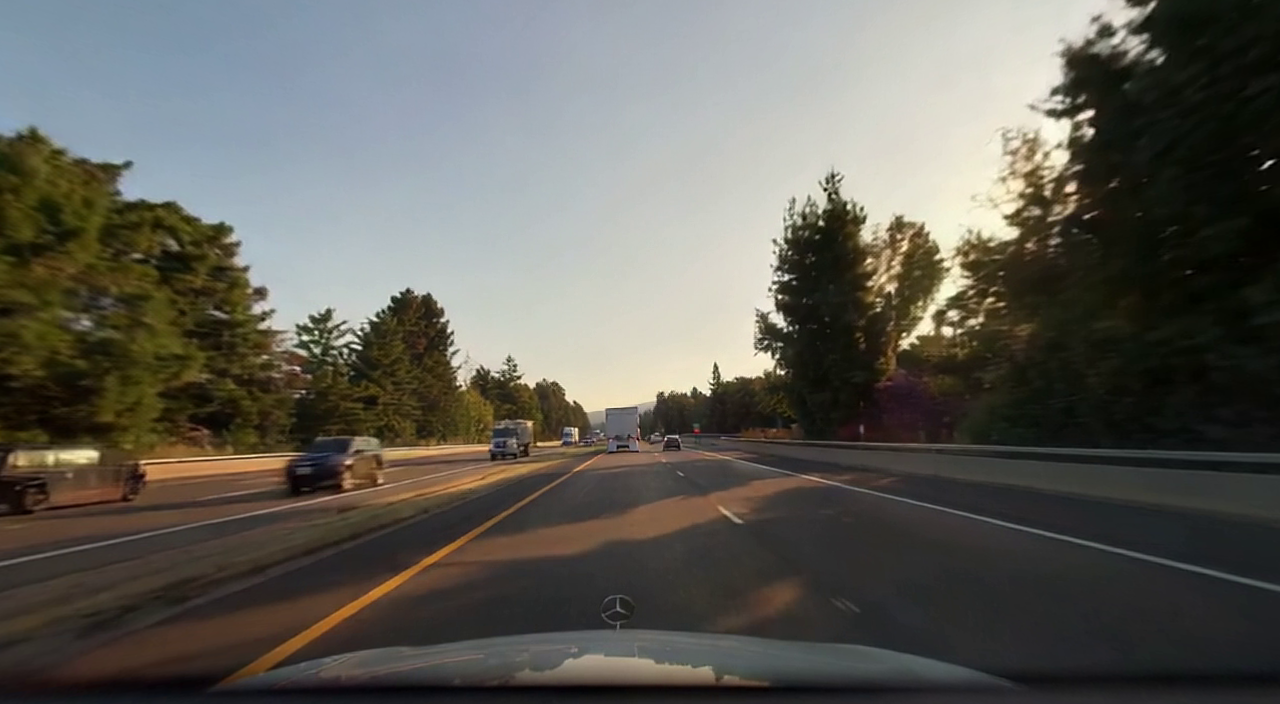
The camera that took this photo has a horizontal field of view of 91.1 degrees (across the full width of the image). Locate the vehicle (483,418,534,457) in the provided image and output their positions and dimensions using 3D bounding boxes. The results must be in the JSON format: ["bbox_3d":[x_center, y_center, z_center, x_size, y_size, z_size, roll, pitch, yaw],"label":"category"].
[{"bbox_3d":[-10.029,6.603,48.558,2.568,2.809,6.308,0,-8,0],"label":"vehicle"}]

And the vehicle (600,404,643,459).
[{"bbox_3d":[-1.192,4.984,39.188,2.450,3.098,6.965,0,-8,-2],"label":"vehicle"}]

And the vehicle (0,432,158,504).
[{"bbox_3d":[-38.165,7.369,41.712,2.874,4.020,14.604,1,-8,-9],"label":"vehicle"}]

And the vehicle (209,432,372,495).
[{"bbox_3d":[-9.261,2.952,17.207,1.949,1.471,4.555,0,-8,-2],"label":"vehicle"}]
